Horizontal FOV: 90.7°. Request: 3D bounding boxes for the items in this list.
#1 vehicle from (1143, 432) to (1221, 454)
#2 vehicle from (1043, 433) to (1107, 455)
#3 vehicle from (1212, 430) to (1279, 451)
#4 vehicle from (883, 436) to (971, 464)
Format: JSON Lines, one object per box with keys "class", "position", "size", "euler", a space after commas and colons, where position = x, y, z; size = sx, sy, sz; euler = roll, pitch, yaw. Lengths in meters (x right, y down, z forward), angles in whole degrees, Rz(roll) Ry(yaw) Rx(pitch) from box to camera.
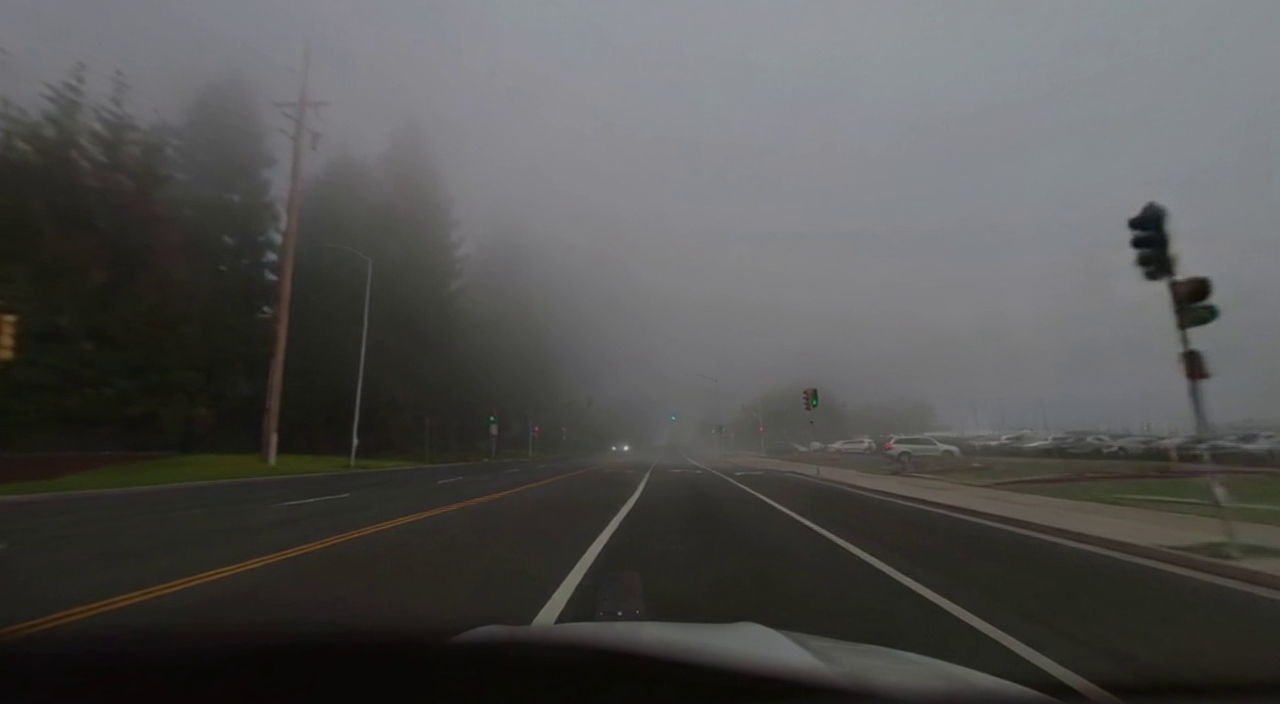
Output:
{"class": "vehicle", "position": [38.456, 6.475, 45.026], "size": [1.828, 1.452, 4.242], "euler": [0, -8, 1]}
{"class": "vehicle", "position": [30.755, 6.517, 44.887], "size": [1.805, 1.466, 4.236], "euler": [-1, -8, 4]}
{"class": "vehicle", "position": [43.354, 6.295, 44.813], "size": [1.758, 1.451, 4.282], "euler": [0, -8, 2]}
{"class": "vehicle", "position": [15.611, 5.338, 34.605], "size": [3.991, 1.437, 1.679], "euler": [0, -8, 3]}
